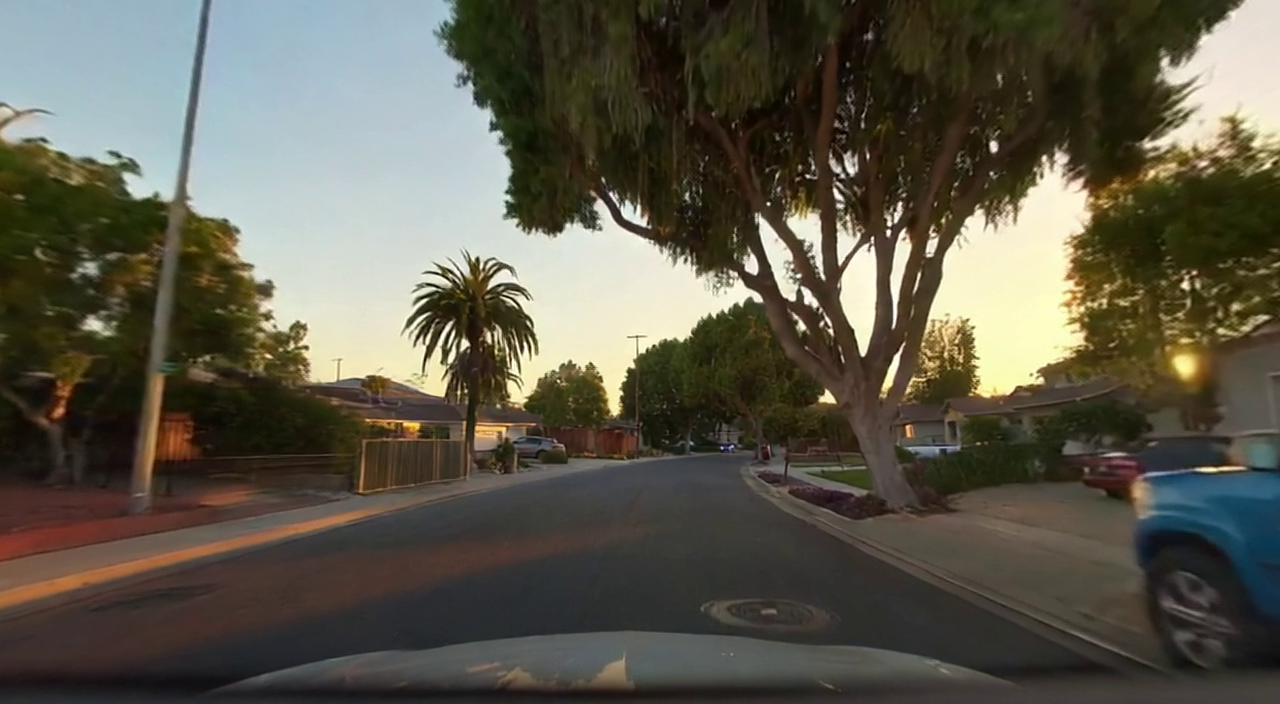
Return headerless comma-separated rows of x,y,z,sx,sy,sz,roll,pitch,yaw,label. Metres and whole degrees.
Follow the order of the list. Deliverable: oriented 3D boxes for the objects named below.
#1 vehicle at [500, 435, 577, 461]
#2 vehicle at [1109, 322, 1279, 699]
-7.882,7.493,49.336,5.497,1.983,2.191,-1,-9,8,vehicle
4.619,0.634,1.876,2.467,2.034,5.470,0,-8,4,vehicle
